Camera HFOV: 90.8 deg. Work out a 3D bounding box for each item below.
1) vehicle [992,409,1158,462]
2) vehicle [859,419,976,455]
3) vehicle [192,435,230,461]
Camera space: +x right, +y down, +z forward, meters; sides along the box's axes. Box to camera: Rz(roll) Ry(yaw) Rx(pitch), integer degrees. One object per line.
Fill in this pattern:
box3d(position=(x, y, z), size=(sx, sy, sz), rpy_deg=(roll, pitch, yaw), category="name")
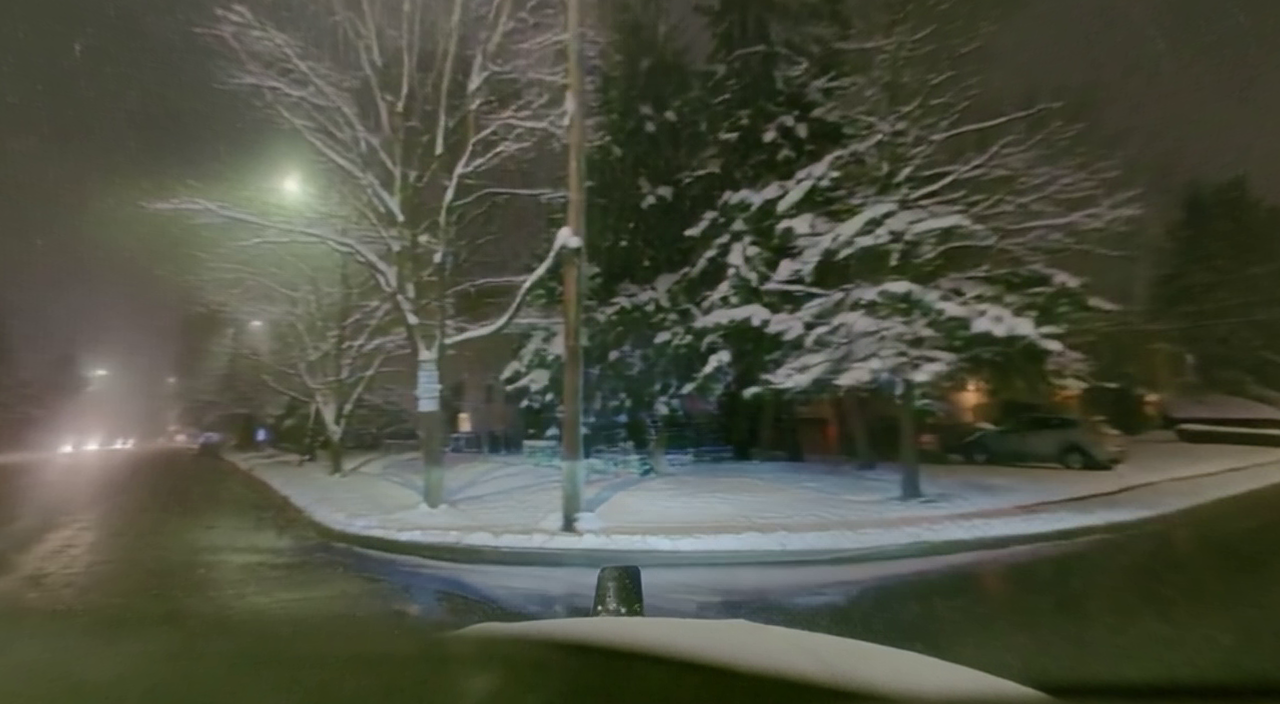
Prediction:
box3d(position=(15.915, 3.126, 23.387), size=(1.918, 1.745, 4.559), rpy_deg=(6, -10, -36), category="vehicle")
box3d(position=(12.513, 3.897, 28.766), size=(1.855, 1.470, 4.531), rpy_deg=(6, -10, -34), category="vehicle")
box3d(position=(-30.018, 6.691, 44.136), size=(2.018, 1.665, 4.226), rpy_deg=(6, -10, -35), category="vehicle")
